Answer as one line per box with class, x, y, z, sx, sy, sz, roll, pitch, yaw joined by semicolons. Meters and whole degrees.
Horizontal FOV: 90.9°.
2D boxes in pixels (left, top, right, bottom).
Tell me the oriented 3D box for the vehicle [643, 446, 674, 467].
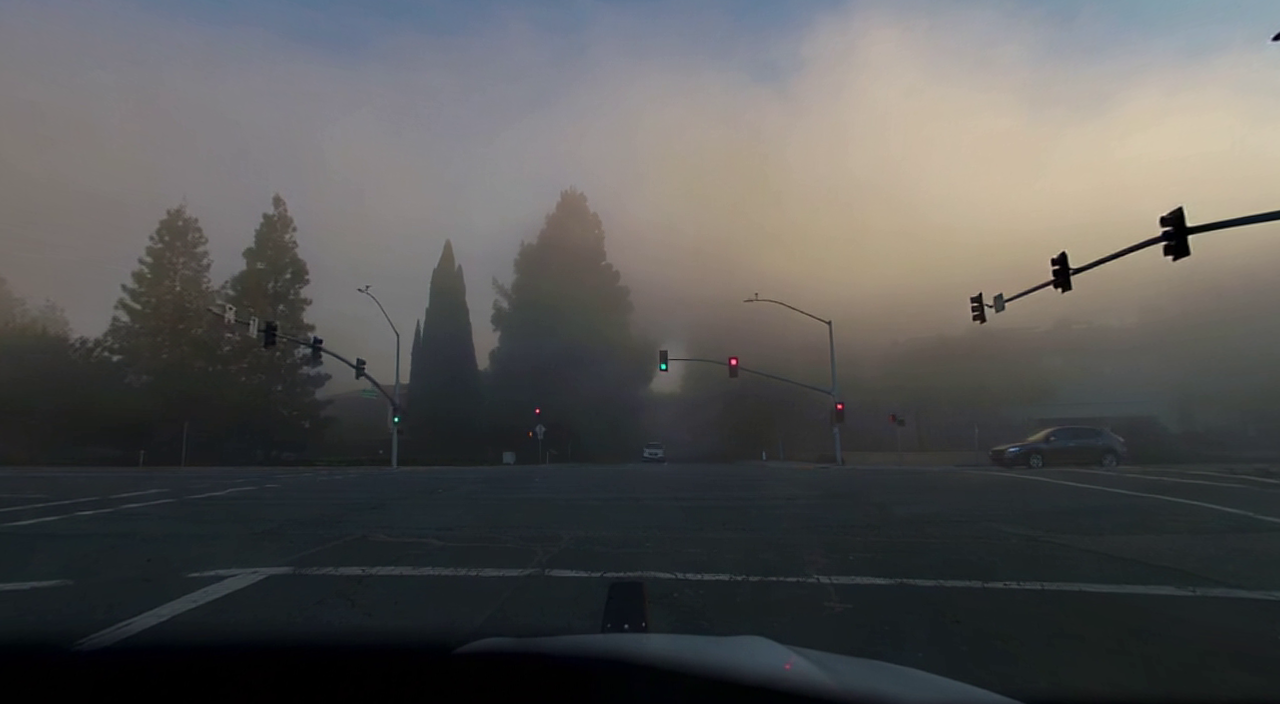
vehicle;1.291;7.637;46.444;2.132;1.449;4.235;0;-9;0
